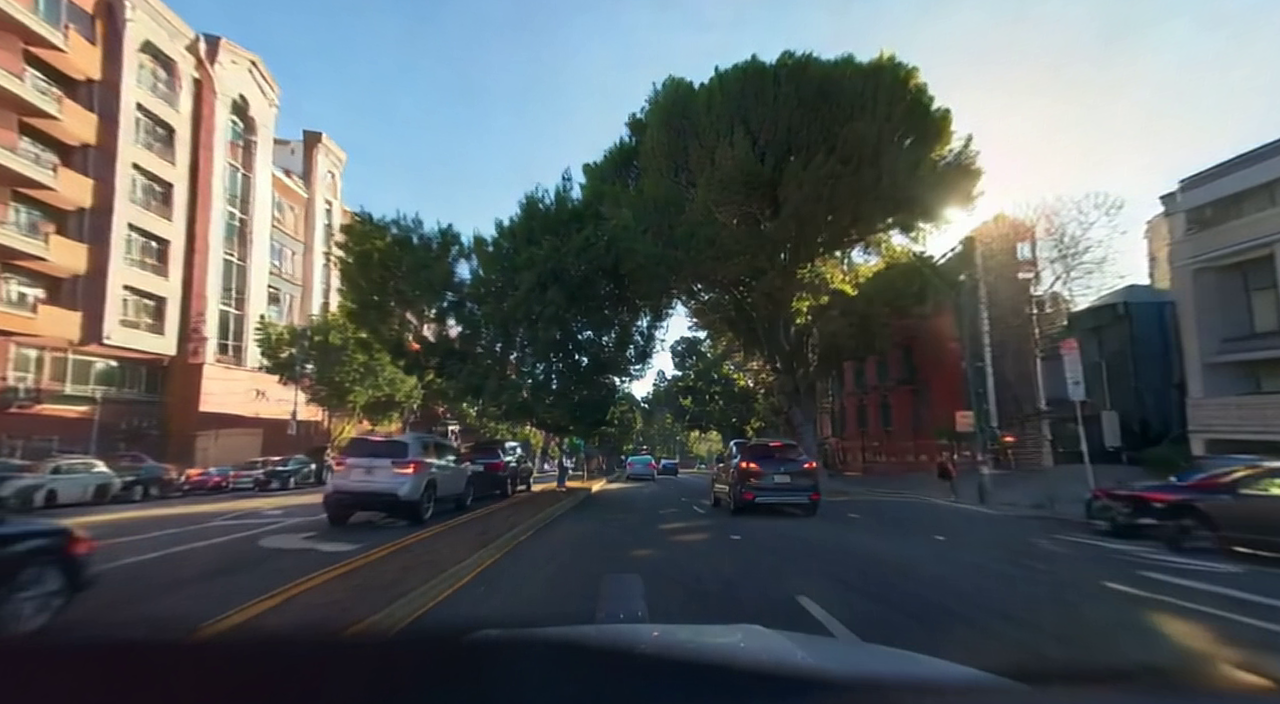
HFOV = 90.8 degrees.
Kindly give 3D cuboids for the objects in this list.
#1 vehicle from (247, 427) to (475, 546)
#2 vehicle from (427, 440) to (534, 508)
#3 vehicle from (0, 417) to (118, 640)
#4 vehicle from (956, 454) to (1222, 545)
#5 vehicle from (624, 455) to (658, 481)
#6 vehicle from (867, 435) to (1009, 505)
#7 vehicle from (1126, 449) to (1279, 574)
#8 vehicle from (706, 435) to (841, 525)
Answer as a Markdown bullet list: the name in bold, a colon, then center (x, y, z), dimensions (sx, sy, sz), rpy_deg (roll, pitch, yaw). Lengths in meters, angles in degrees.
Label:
- **vehicle**: center (-5.006, 2.464, 12.386), dimensions (2.275, 1.816, 4.923), rpy_deg (0, -8, -1)
- **vehicle**: center (-4.861, 3.760, 20.202), dimensions (2.009, 1.837, 5.590), rpy_deg (0, -8, 0)
- **vehicle**: center (-5.494, 1.031, 2.927), dimensions (2.062, 1.532, 4.830), rpy_deg (-2, -9, 0)
- **vehicle**: center (8.947, 2.936, 13.328), dimensions (1.953, 1.455, 4.883), rpy_deg (0, -8, -1)
- **vehicle**: center (0.002, 7.449, 40.828), dimensions (2.059, 1.492, 4.033), rpy_deg (0, -8, -2)
- **vehicle**: center (9.017, 3.597, 19.733), dimensions (1.935, 1.875, 5.051), rpy_deg (0, -9, 0)
- **vehicle**: center (9.060, 2.010, 7.902), dimensions (1.962, 1.542, 4.999), rpy_deg (0, -8, 0)
- **vehicle**: center (3.044, 3.021, 15.620), dimensions (2.129, 1.844, 4.767), rpy_deg (0, -8, -2)
